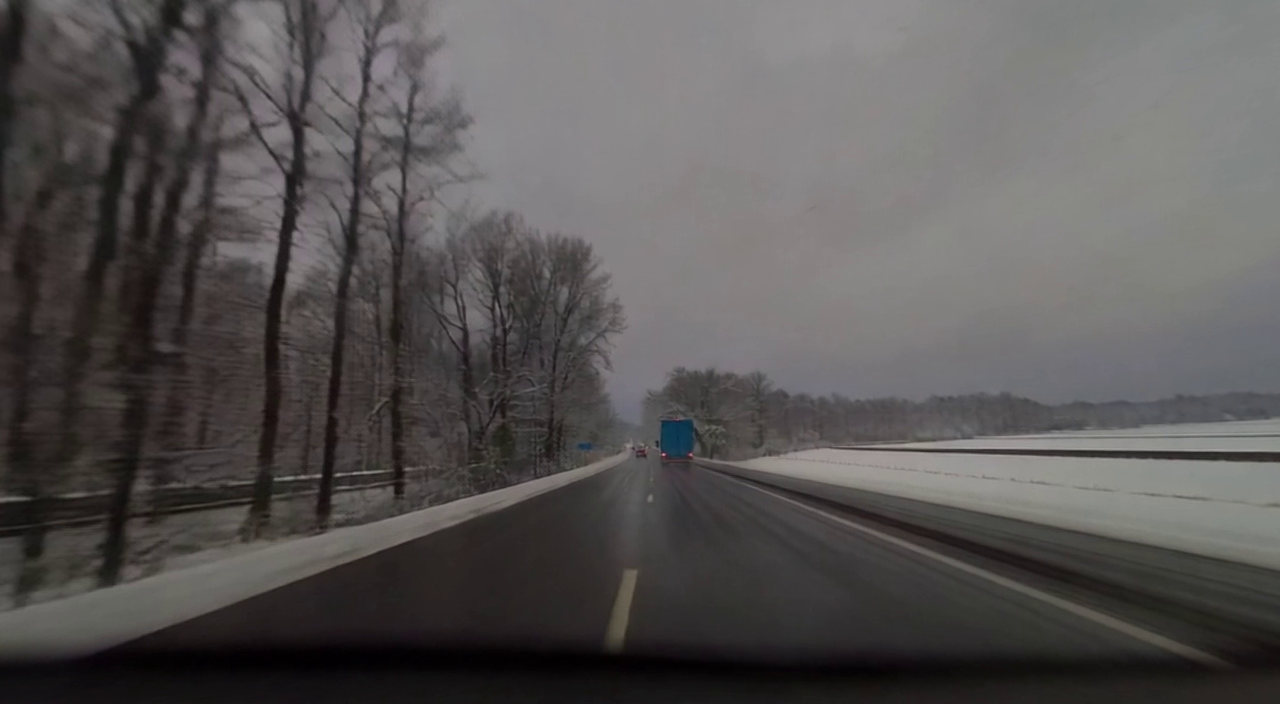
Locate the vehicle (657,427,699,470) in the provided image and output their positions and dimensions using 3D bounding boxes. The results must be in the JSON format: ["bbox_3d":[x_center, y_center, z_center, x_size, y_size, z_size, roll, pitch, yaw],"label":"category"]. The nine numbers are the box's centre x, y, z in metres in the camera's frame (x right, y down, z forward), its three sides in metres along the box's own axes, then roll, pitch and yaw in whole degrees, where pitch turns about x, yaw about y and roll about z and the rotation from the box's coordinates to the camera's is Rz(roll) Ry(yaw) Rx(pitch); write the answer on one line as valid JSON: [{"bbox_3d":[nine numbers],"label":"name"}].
[{"bbox_3d":[2.750,7.311,47.289,2.697,2.980,6.749,0,-9,0],"label":"vehicle"}]
